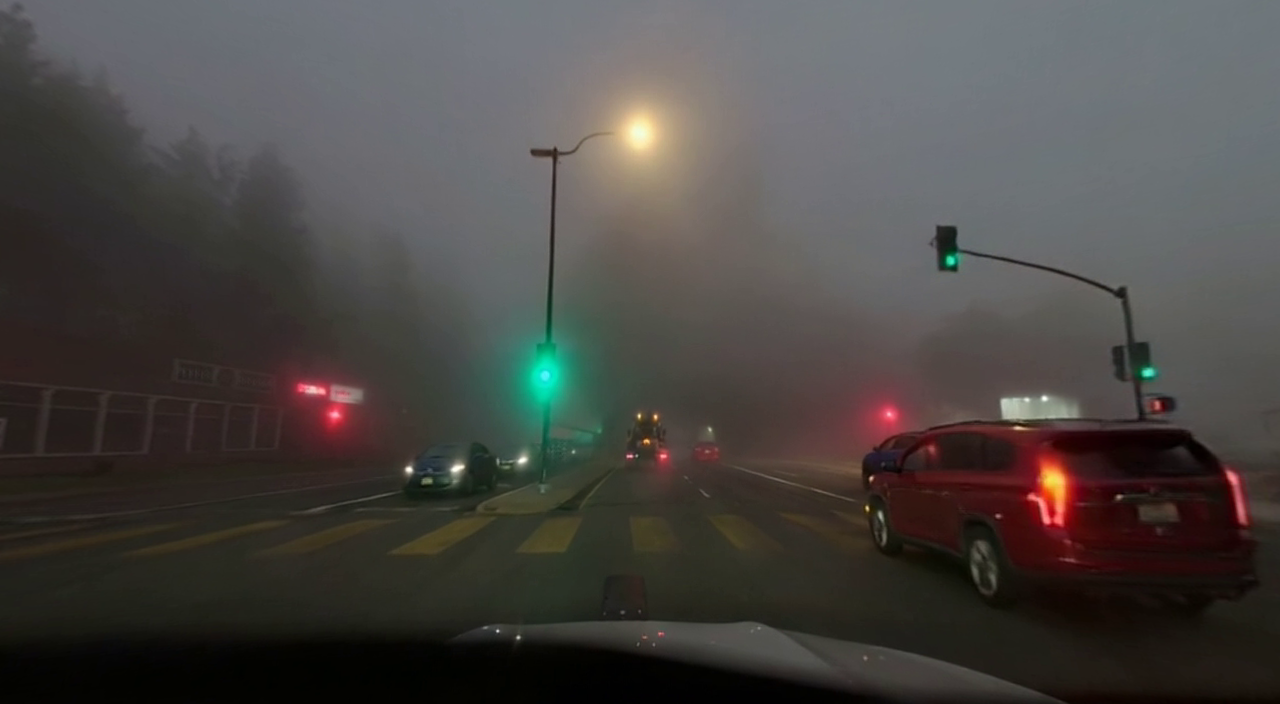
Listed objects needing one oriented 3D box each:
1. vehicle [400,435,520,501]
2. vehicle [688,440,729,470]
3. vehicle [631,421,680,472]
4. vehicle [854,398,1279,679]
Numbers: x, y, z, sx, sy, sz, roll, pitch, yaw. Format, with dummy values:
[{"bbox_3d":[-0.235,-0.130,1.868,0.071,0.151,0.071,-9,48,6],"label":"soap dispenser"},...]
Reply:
[{"bbox_3d":[-4.613,3.019,16.859,2.001,1.518,4.316,0,-8,-1],"label":"vehicle"},{"bbox_3d":[4.193,6.397,39.472,2.025,1.754,4.311,0,-8,-1],"label":"vehicle"},{"bbox_3d":[0.750,5.056,34.141,2.370,2.518,3.858,-2,-7,-2],"label":"vehicle"},{"bbox_3d":[3.646,1.369,5.695,2.025,1.618,3.949,0,-8,0],"label":"vehicle"}]
